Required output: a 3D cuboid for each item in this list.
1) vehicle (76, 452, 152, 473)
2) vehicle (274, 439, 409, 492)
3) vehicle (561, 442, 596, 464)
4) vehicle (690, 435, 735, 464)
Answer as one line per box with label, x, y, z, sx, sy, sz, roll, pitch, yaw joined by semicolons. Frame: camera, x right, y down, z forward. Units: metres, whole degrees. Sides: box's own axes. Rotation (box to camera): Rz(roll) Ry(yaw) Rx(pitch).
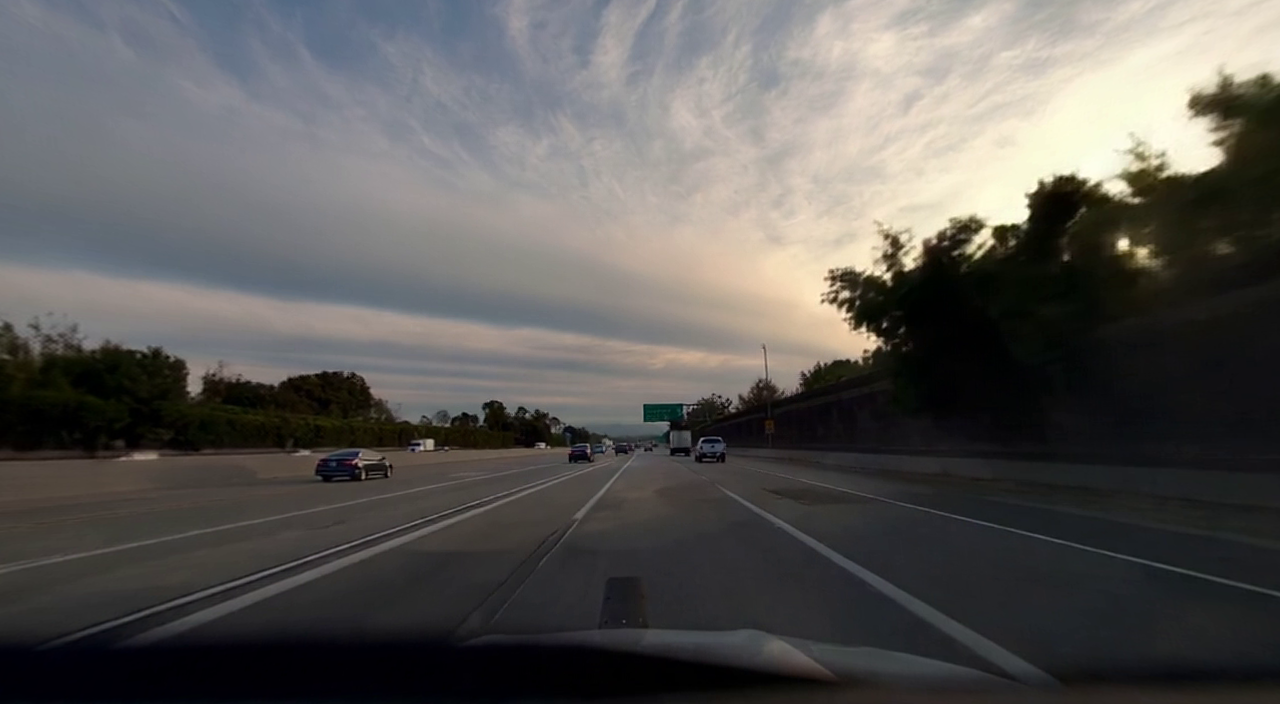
vehicle;-40.626;8.518;48.884;1.774;1.472;4.700;0;-8;1
vehicle;-9.258;3.531;20.052;1.899;1.465;4.589;0;-8;2
vehicle;-4.391;7.299;45.806;1.981;1.473;4.317;0;-8;2
vehicle;5.100;6.985;45.341;2.355;1.930;6.633;0;-8;-1
